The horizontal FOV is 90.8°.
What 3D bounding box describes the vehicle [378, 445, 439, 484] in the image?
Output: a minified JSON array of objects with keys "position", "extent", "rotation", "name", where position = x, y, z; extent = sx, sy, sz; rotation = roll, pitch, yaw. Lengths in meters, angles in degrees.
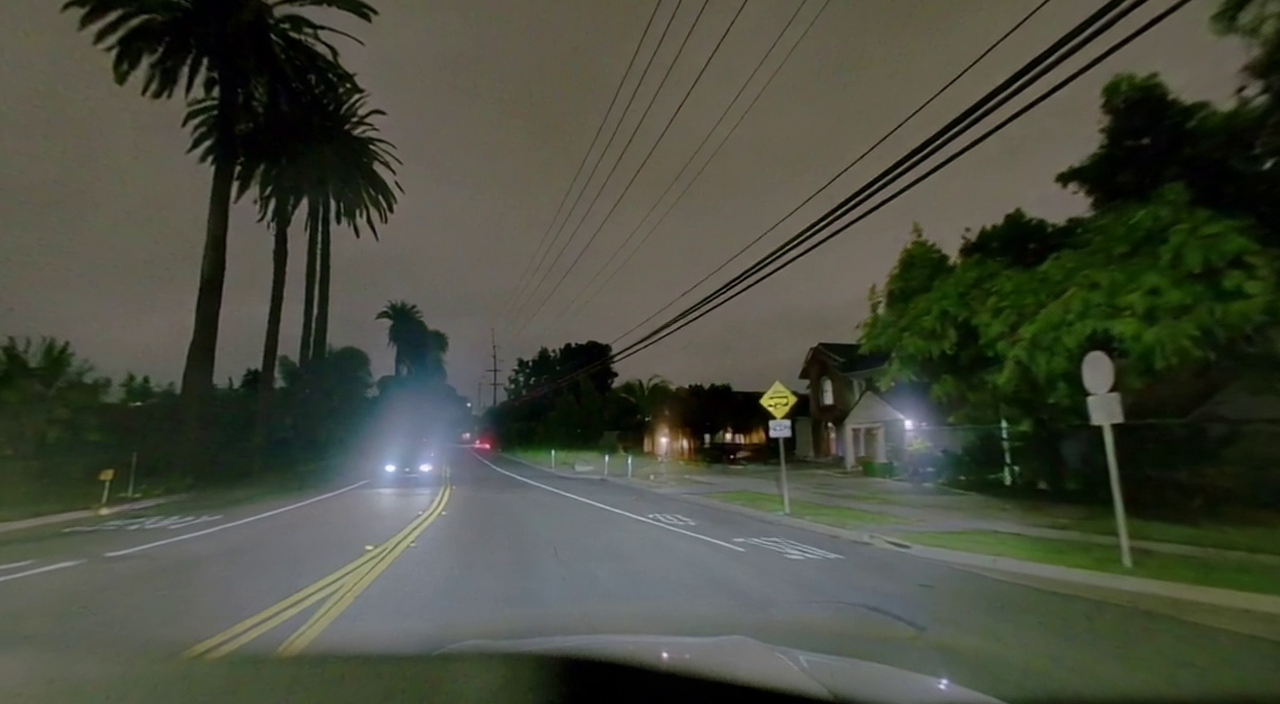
[{"position":[-9.819,4.755,27.114],"extent":[2.061,1.510,4.457],"rotation":[2,-9,-16],"name":"vehicle"}]
